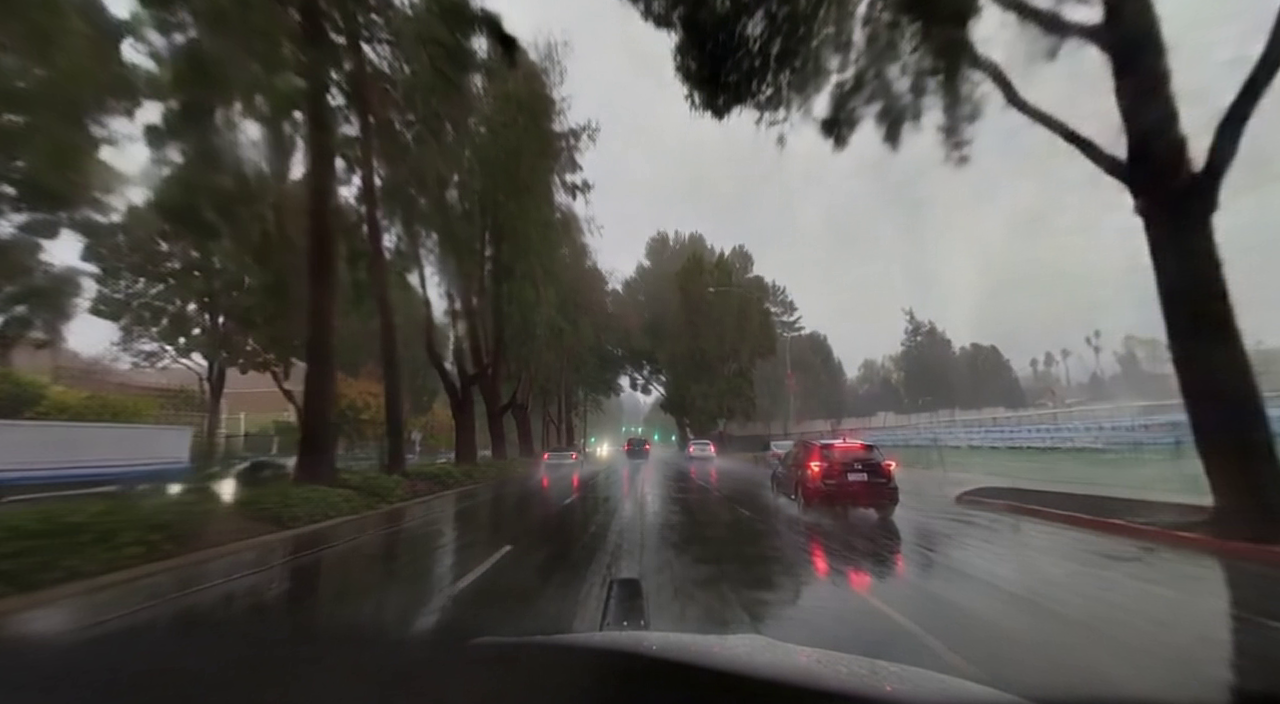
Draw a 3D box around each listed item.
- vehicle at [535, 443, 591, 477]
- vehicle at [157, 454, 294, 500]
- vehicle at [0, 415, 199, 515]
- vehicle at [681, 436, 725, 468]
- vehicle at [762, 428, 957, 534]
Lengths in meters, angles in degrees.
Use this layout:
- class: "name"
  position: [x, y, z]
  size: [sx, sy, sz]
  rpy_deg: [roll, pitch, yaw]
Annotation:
- class: "vehicle"
  position: [-3.328, 4.741, 28.003]
  size: [2.013, 1.354, 3.908]
  rpy_deg: [0, -8, 0]
- class: "vehicle"
  position: [-15.645, 4.722, 24.188]
  size: [2.046, 1.482, 4.697]
  rpy_deg: [0, -8, 1]
- class: "vehicle"
  position: [-22.505, 4.220, 24.255]
  size: [2.816, 3.267, 11.356]
  rpy_deg: [0, -8, 0]
- class: "vehicle"
  position: [3.473, 5.614, 35.620]
  size: [1.980, 1.709, 4.367]
  rpy_deg: [0, -8, -1]
- class: "vehicle"
  position: [3.580, 2.167, 11.244]
  size: [1.919, 1.502, 4.232]
  rpy_deg: [0, -8, 0]
